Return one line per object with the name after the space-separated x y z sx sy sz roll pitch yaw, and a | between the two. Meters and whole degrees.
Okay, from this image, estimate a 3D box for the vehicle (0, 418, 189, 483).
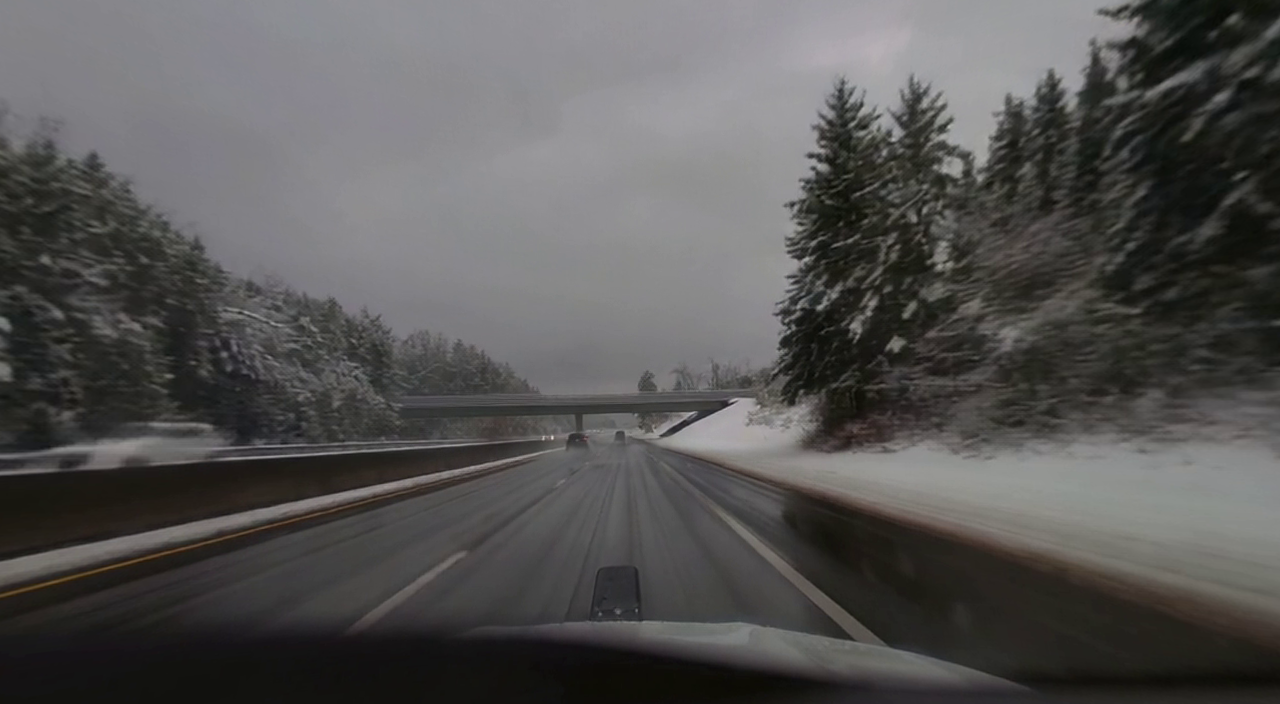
-14.927 2.650 17.227 1.858 1.521 4.450 0 -8 -1 | vehicle
